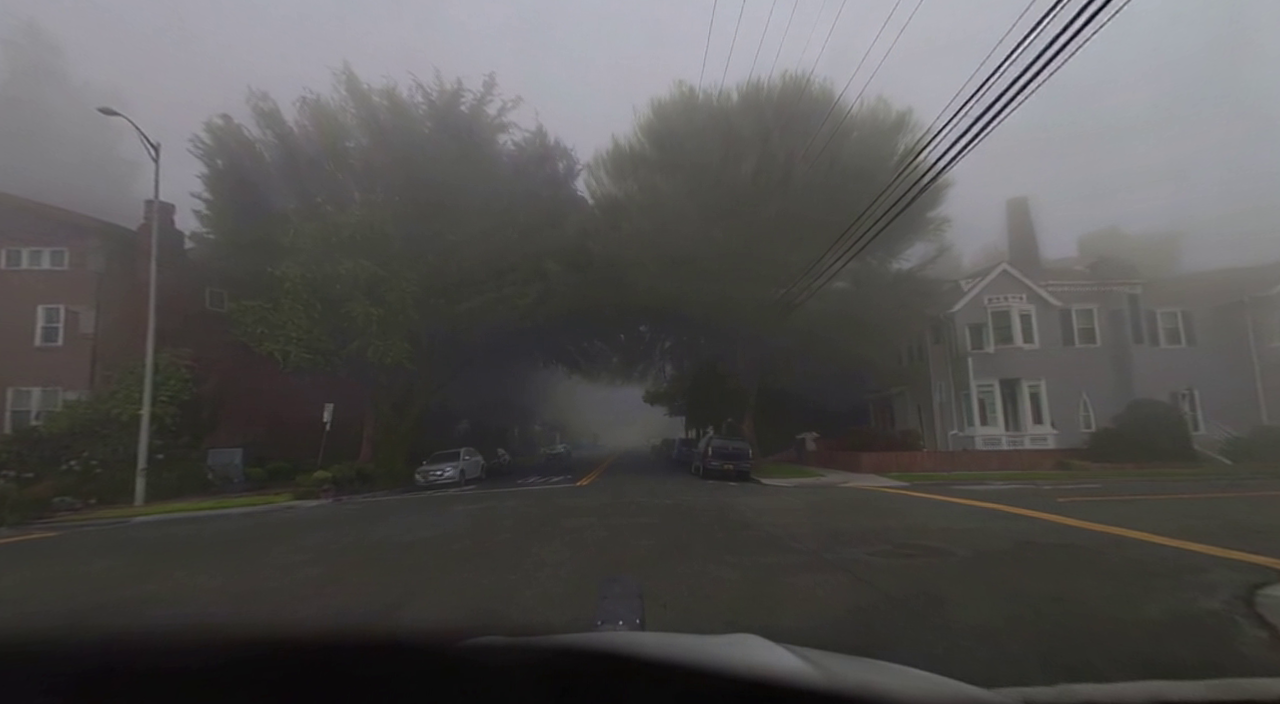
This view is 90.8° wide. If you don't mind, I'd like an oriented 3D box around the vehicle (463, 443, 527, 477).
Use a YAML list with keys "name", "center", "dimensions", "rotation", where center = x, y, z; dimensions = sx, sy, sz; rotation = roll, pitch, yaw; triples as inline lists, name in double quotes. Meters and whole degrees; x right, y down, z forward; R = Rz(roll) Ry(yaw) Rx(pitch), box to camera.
- name: "vehicle"
  center: [-7.130, 5.371, 31.613]
  dimensions: [1.957, 1.549, 4.527]
  rotation: [-1, -8, 2]

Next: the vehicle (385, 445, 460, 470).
- name: "vehicle"
  center: [-13.460, 6.558, 39.269]
  dimensions: [3.905, 1.480, 1.892]
  rotation: [0, -9, 0]

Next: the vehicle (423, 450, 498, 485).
- name: "vehicle"
  center: [-7.268, 4.698, 26.010]
  dimensions: [1.926, 1.307, 3.909]
  rotation: [0, -9, 0]

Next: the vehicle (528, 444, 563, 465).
- name: "vehicle"
  center: [-7.102, 7.718, 47.861]
  dimensions: [1.914, 1.508, 4.653]
  rotation: [0, -8, 0]

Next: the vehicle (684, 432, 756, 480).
- name: "vehicle"
  center: [3.018, 4.051, 24.813]
  dimensions: [2.114, 1.708, 4.474]
  rotation: [0, -8, -1]
